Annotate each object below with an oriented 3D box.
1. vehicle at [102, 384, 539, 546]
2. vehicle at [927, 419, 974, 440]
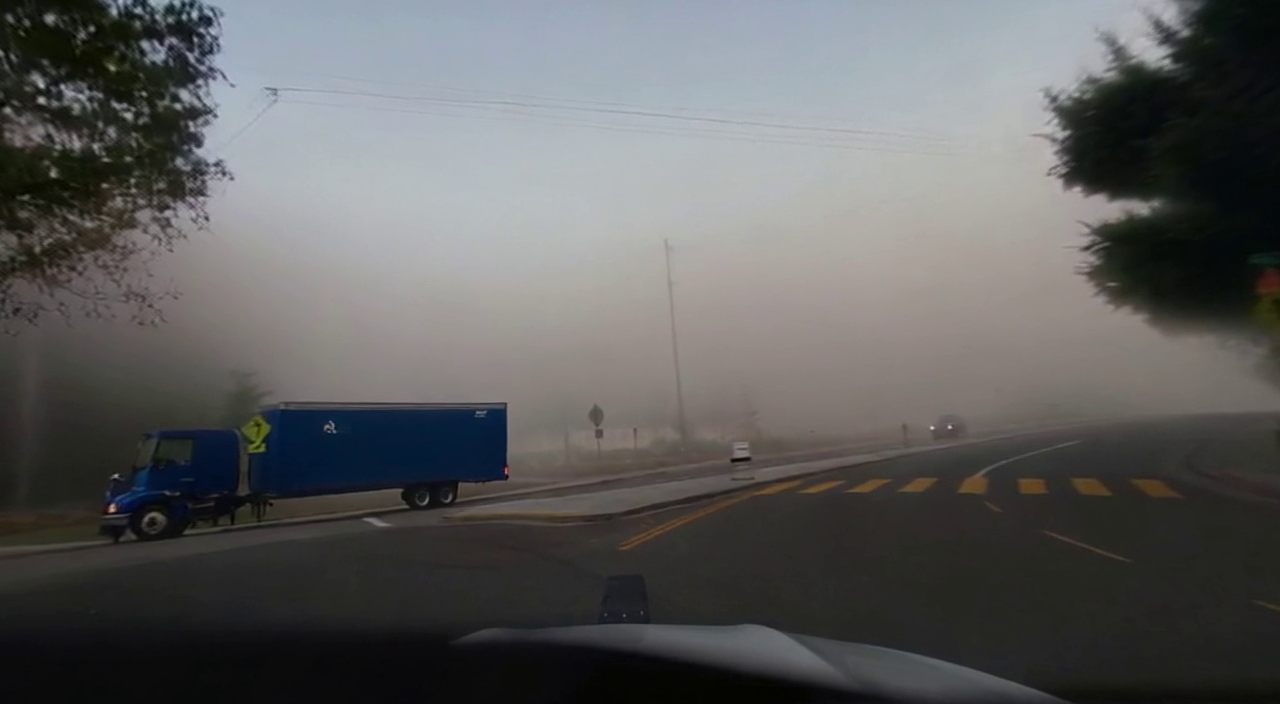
[{"bbox_3d":[-7.815,2.675,16.884,9.680,3.326,2.838,3,-8,-34],"label":"vehicle"},{"bbox_3d":[23.400,5.865,47.240,4.075,1.523,1.837,8,-11,-44],"label":"vehicle"}]
